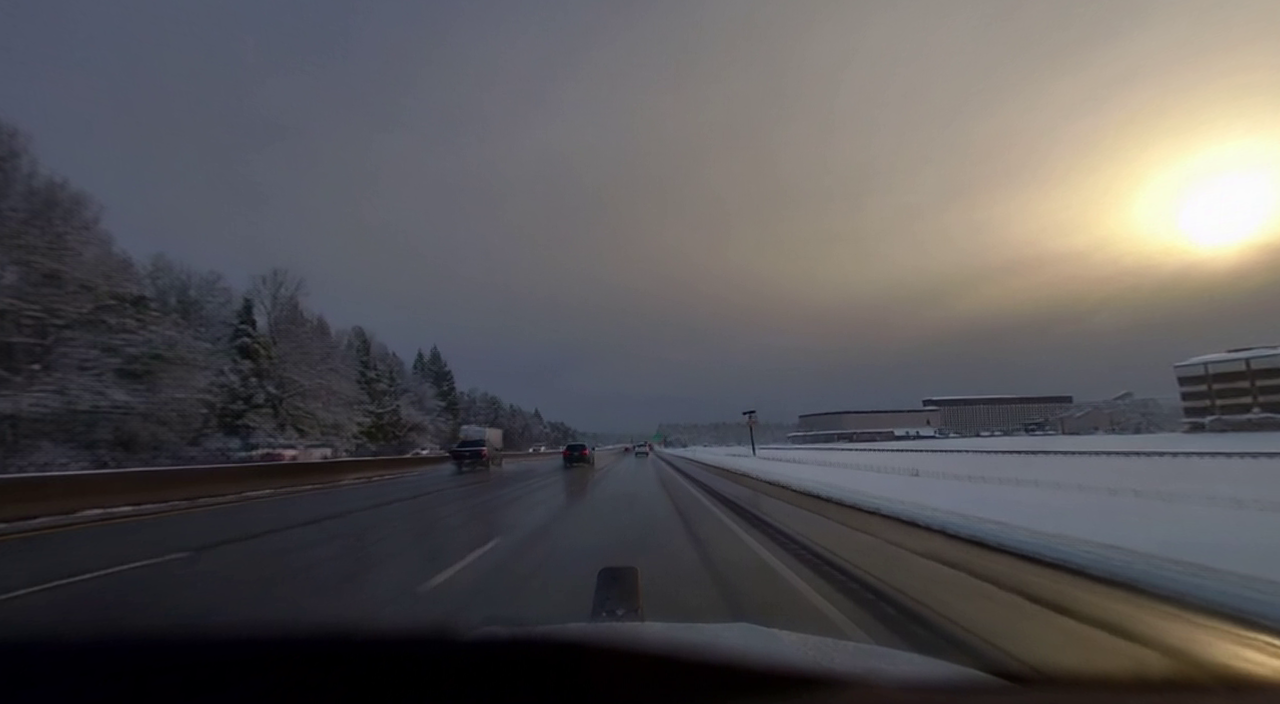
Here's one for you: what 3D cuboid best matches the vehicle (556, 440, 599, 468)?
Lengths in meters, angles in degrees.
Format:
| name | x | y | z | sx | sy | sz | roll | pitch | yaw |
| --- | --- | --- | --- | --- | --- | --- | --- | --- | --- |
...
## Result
| name | x | y | z | sx | sy | sz | roll | pitch | yaw |
| --- | --- | --- | --- | --- | --- | --- | --- | --- | --- |
| vehicle | -3.799 | 6.313 | 39.031 | 2.083 | 1.588 | 4.801 | 0 | -9 | 1 |

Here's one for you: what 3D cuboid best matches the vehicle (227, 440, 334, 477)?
| name | x | y | z | sx | sy | sz | roll | pitch | yaw |
| --- | --- | --- | --- | --- | --- | --- | --- | --- | --- |
| vehicle | -18.975 | 5.618 | 33.670 | 2.198 | 1.781 | 5.886 | 0 | -9 | 1 |

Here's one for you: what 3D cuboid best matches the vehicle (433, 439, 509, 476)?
| name | x | y | z | sx | sy | sz | roll | pitch | yaw |
| --- | --- | --- | --- | --- | --- | --- | --- | --- | --- |
| vehicle | -7.513 | 4.747 | 28.481 | 2.034 | 1.523 | 4.627 | 0 | -9 | 1 |
